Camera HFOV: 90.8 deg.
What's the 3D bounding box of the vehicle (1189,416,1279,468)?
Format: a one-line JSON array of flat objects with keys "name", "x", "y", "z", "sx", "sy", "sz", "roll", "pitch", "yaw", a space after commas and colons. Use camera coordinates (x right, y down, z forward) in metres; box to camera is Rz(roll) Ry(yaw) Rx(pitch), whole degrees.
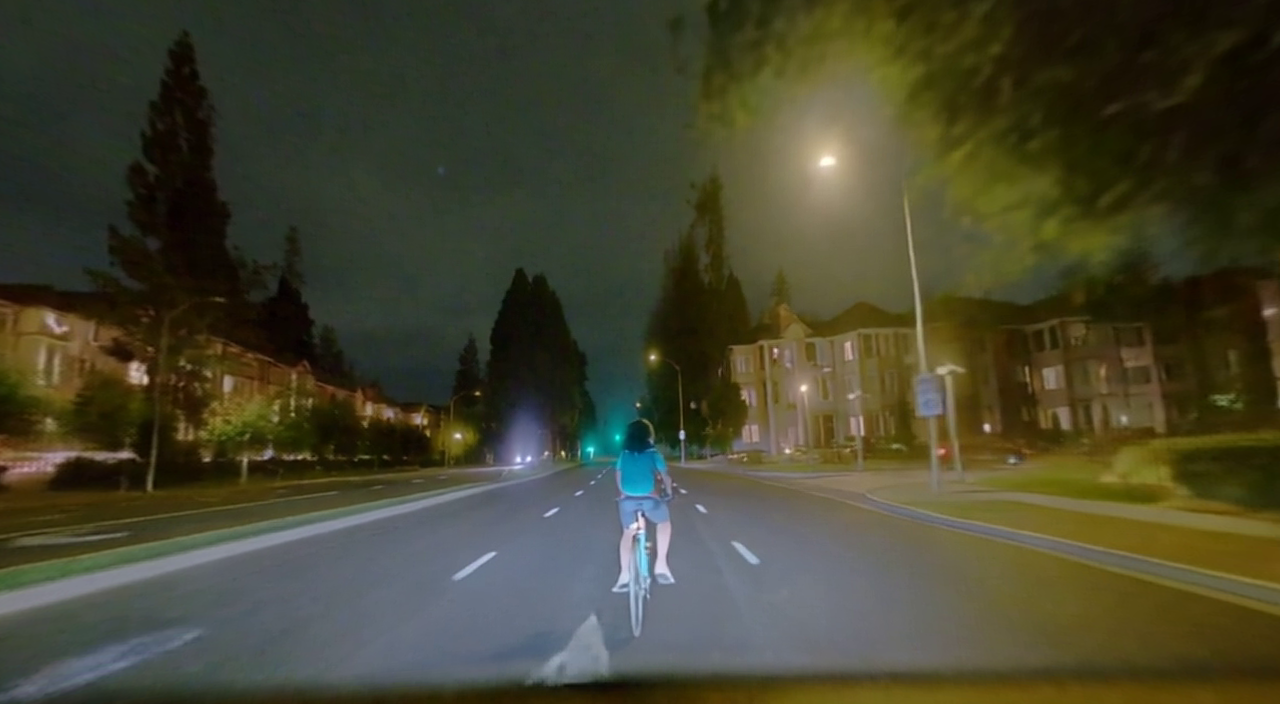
[{"name": "vehicle", "x": 20.084, "y": 2.863, "z": 20.244, "sx": 1.742, "sy": 1.545, "sz": 3.453, "roll": 0, "pitch": -7, "yaw": -1}]
